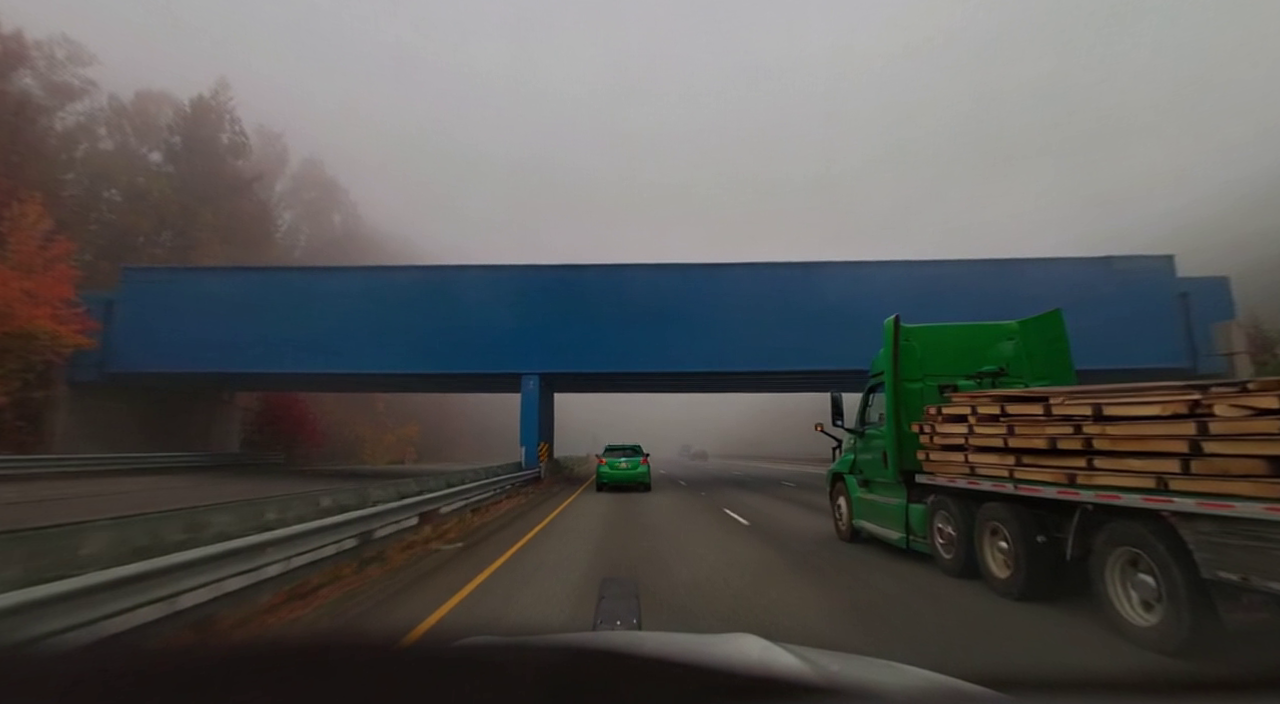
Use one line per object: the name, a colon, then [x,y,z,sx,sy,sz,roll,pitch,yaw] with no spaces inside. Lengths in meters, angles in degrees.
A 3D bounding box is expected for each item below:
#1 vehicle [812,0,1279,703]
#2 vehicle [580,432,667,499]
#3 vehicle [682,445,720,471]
vehicle: [4.258,0.037,5.041,2.992,3.920,8.831,0,-9,-1]
vehicle: [-0.467,3.272,18.378,2.259,1.699,4.015,0,-9,-1]
vehicle: [3.754,6.582,39.082,1.894,1.487,3.751,0,-9,-2]
